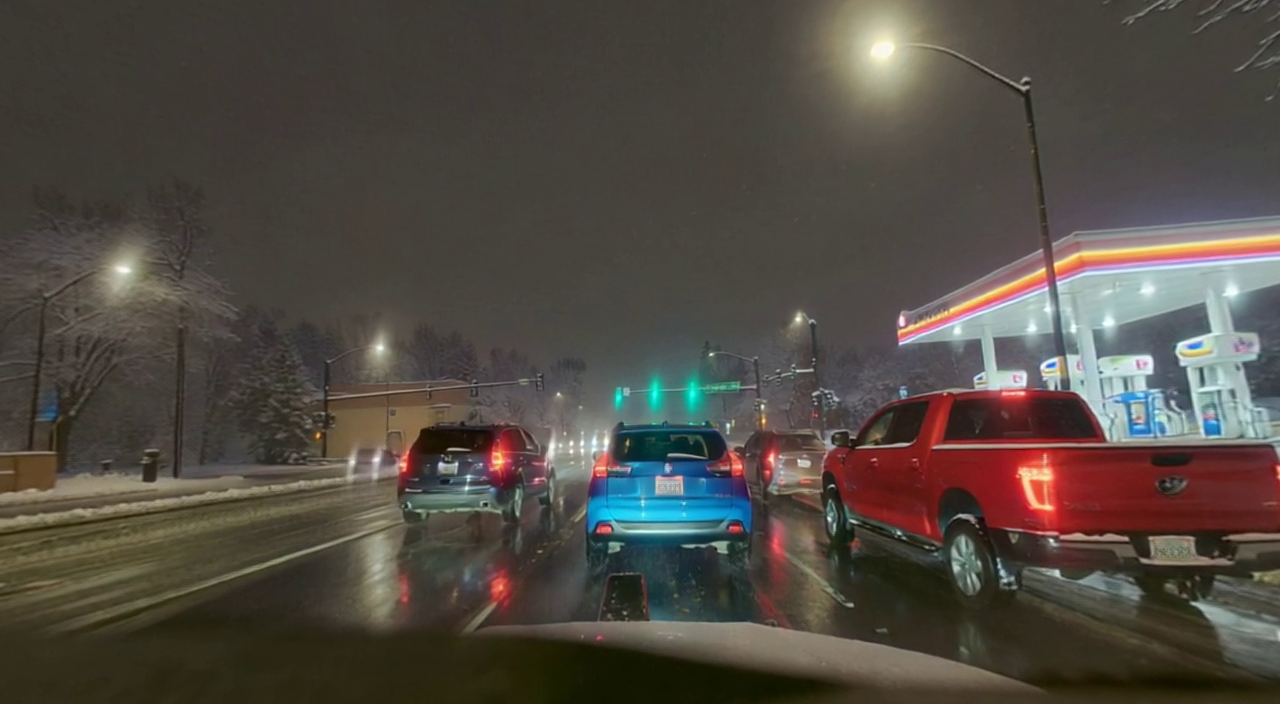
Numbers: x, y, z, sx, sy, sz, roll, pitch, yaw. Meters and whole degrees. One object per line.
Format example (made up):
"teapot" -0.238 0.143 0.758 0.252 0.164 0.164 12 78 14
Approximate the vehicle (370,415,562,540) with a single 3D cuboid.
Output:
"vehicle" -2.711 2.076 11.037 2.019 1.731 4.299 0 -8 1

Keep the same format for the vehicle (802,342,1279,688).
"vehicle" 3.414 1.262 6.150 2.161 1.868 5.321 0 -8 -1

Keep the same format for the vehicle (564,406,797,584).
"vehicle" 0.368 1.645 8.021 2.181 1.650 4.083 0 -8 0
